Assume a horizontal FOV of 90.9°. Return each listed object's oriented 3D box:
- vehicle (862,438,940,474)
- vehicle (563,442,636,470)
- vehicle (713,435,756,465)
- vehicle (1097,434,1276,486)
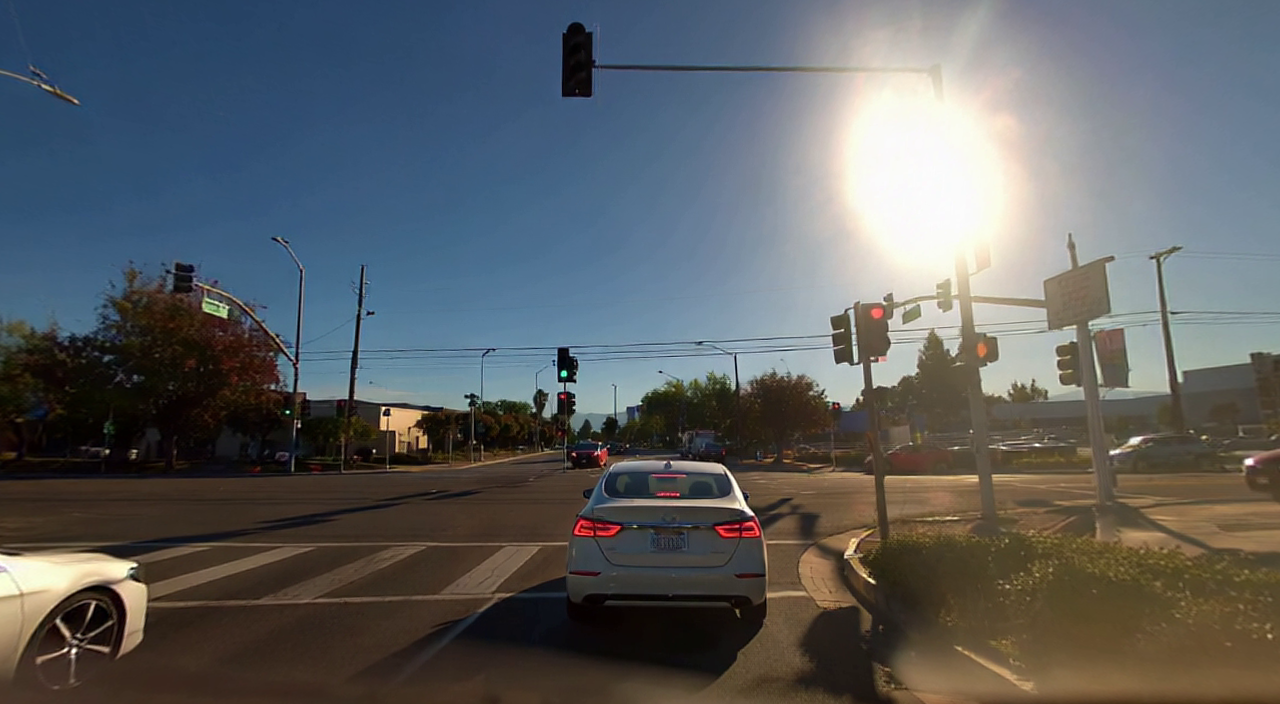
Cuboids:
[{"bbox_3d":[12.395,5.032,30.242,1.922,1.529,3.964,0,-12,-2],"label":"vehicle"},{"bbox_3d":[-2.431,6.152,37.560,3.991,1.526,1.868,-5,-9,31],"label":"vehicle"},{"bbox_3d":[6.899,7.164,46.215,1.491,2.041,2.964,6,-9,-33],"label":"vehicle"},{"bbox_3d":[16.796,3.322,19.522,3.876,1.512,1.784,0,-8,-1],"label":"vehicle"}]
